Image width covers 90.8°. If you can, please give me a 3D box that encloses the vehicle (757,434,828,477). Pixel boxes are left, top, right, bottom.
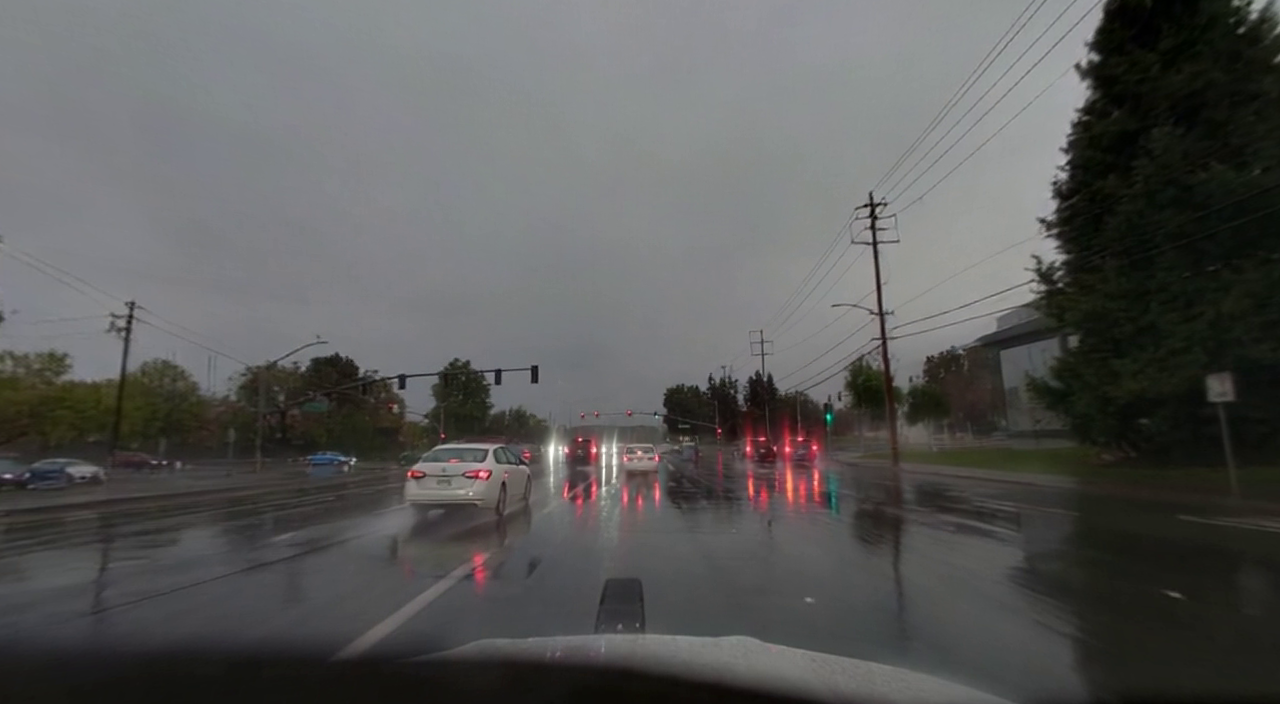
[{"bbox_3d":[6.526,4.482,27.510,1.945,1.706,4.190,0,-8,-2],"label":"vehicle"}]

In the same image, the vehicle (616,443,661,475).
[{"bbox_3d":[-0.070,5.262,31.297,2.098,1.431,3.958,0,-8,0],"label":"vehicle"}]

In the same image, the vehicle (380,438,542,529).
[{"bbox_3d":[-3.254,2.469,12.479,1.837,1.463,4.311,0,-8,1],"label":"vehicle"}]

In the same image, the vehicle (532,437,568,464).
[{"bbox_3d":[-7.024,7.732,49.595,2.105,1.985,4.336,0,-8,1],"label":"vehicle"}]

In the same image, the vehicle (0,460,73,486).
[{"bbox_3d":[-39.910,7.853,40.864,4.697,1.443,1.662,-2,-9,-4],"label":"vehicle"}]

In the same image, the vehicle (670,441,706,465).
[{"bbox_3d":[3.199,6.871,43.213,1.987,1.515,4.521,0,-8,-2],"label":"vehicle"}]

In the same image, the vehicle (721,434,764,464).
[{"bbox_3d":[7.345,7.025,45.759,2.156,1.982,5.358,0,-9,-1],"label":"vehicle"}]

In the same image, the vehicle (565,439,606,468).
[{"bbox_3d":[-3.336,6.311,39.400,2.033,1.714,4.278,0,-8,1],"label":"vehicle"}]
